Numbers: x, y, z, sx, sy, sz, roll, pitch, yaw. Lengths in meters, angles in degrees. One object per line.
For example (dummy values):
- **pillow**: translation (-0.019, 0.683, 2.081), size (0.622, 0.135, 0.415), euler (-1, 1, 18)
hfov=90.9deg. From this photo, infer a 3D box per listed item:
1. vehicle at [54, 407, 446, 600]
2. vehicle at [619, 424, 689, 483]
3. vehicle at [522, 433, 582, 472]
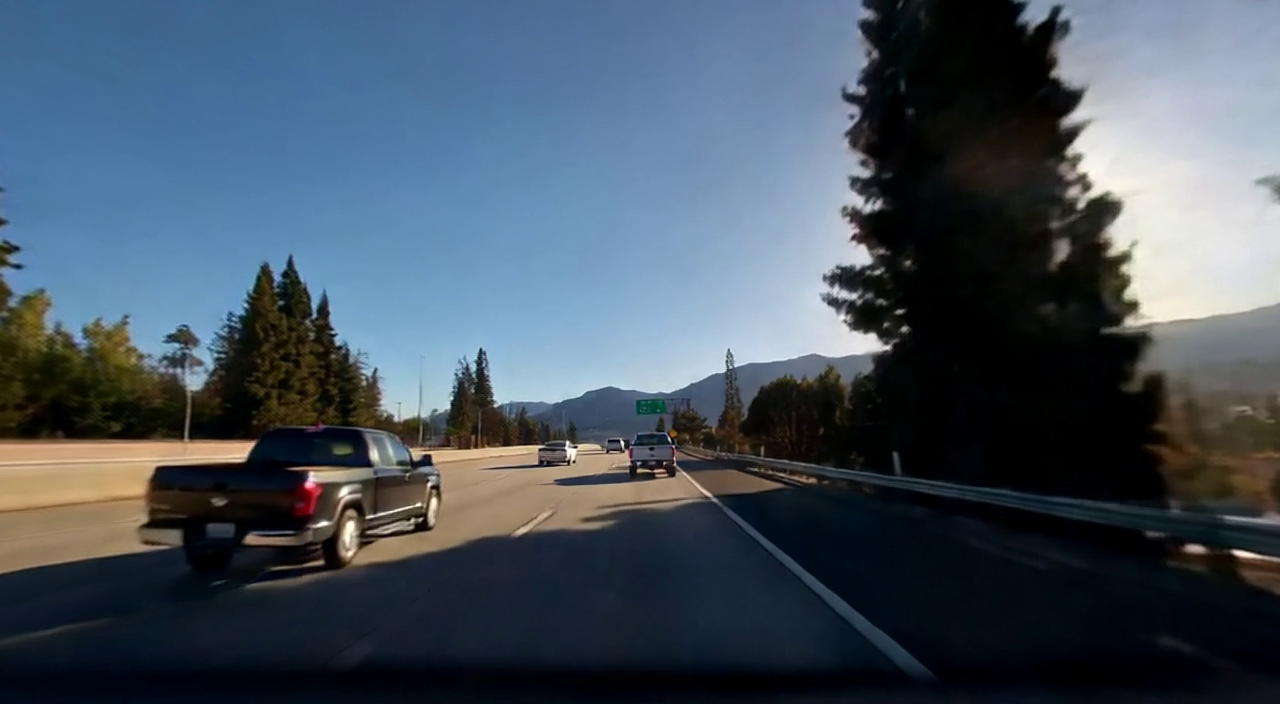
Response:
- **vehicle**: translation (-3.920, 1.576, 7.406), size (1.959, 1.604, 4.065), euler (0, -8, 0)
- **vehicle**: translation (0.466, 3.637, 22.850), size (2.229, 1.837, 5.387), euler (0, -8, 1)
- **vehicle**: translation (-3.922, 4.581, 28.892), size (2.106, 1.651, 4.040), euler (-1, -8, 1)
